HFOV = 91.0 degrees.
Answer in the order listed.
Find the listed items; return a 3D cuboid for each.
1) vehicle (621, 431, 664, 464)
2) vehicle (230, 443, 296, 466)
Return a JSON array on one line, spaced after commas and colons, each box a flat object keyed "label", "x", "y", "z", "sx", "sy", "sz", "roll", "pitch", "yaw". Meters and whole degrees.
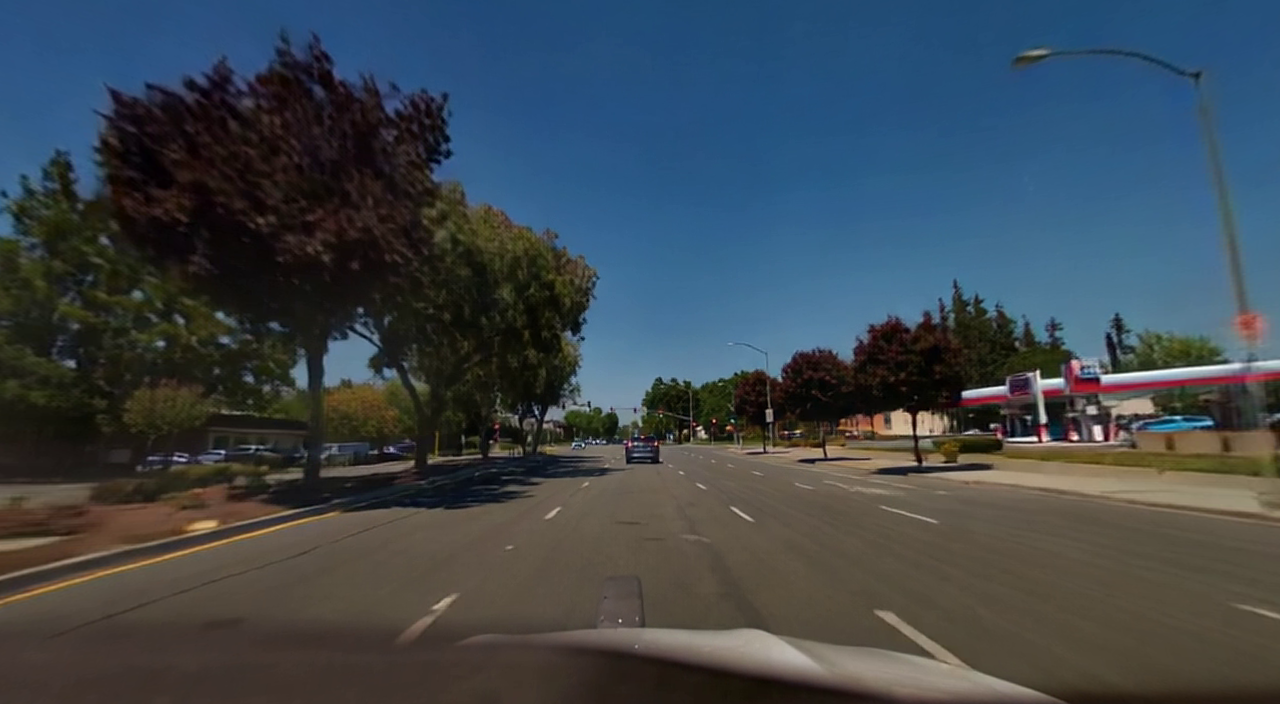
[{"label": "vehicle", "x": 0.108, "y": 5.327, "z": 35.136, "sx": 2.213, "sy": 1.715, "sz": 4.242, "roll": 0, "pitch": -8, "yaw": 0}, {"label": "vehicle", "x": -28.679, "y": 7.783, "z": 47.856, "sx": 4.749, "sy": 1.666, "sz": 1.859, "roll": -4, "pitch": -9, "yaw": 25}]
